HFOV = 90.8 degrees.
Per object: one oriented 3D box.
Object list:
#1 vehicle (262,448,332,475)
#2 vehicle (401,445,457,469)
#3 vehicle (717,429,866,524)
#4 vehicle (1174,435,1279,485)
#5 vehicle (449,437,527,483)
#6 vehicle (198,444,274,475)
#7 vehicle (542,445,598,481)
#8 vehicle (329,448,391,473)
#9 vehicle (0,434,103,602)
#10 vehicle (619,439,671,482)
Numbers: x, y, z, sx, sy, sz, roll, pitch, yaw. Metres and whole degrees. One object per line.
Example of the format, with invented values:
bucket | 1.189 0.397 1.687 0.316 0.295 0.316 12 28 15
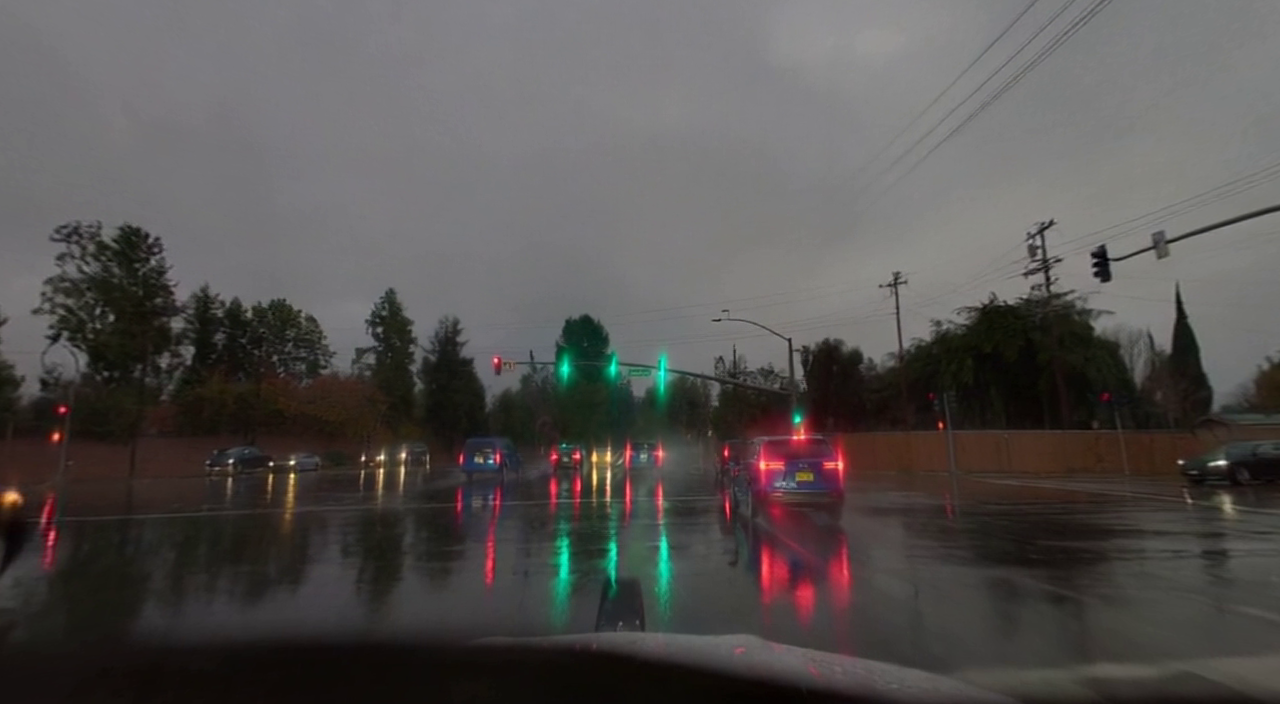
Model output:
vehicle | -21.482 6.860 39.743 1.891 1.577 4.238 -1 -9 3
vehicle | -14.826 7.379 44.654 2.129 1.554 4.627 -2 -9 3
vehicle | 2.946 2.540 13.440 2.034 1.655 4.465 0 -9 0
vehicle | 20.374 3.426 20.193 4.830 1.493 1.930 0 -9 -1
vehicle | -6.498 4.682 27.635 2.116 1.812 4.609 0 -9 2
vehicle | -24.835 6.607 39.031 1.889 1.814 4.086 0 -9 1
vehicle | -3.042 4.947 28.469 1.881 1.466 4.484 0 -9 2
vehicle | -18.188 7.035 41.239 1.994 1.496 4.211 0 -9 2
vehicle | -6.635 1.274 4.284 1.930 1.468 4.560 0 -9 1
vehicle | 0.264 4.684 27.606 2.111 1.712 4.078 0 -9 1
